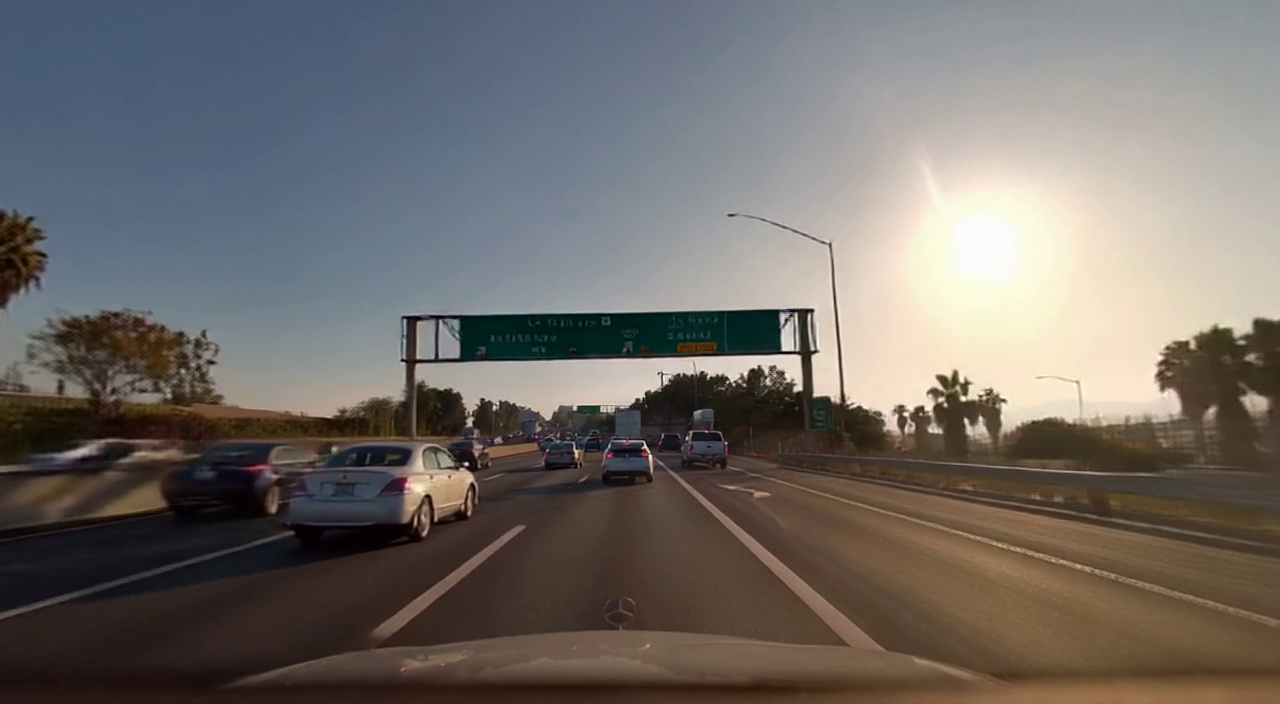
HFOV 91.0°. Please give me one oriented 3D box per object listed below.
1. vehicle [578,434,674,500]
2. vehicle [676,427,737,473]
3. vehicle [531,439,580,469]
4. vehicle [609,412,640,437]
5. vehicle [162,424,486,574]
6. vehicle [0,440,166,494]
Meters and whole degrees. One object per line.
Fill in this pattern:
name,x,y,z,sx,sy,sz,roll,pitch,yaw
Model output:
vehicle,-0.304,2.871,16.128,2.136,1.470,3.971,0,-8,0
vehicle,2.891,4.394,28.339,2.173,1.870,4.499,0,-8,-1
vehicle,-4.254,5.228,32.406,1.998,1.423,4.436,0,-8,-1
vehicle,-1.145,5.513,47.466,2.206,1.803,4.569,0,-8,-1
vehicle,-3.710,1.792,8.567,2.064,1.475,4.489,0,-8,0
vehicle,-20.645,4.163,23.352,2.213,1.741,5.092,0,-8,-2
